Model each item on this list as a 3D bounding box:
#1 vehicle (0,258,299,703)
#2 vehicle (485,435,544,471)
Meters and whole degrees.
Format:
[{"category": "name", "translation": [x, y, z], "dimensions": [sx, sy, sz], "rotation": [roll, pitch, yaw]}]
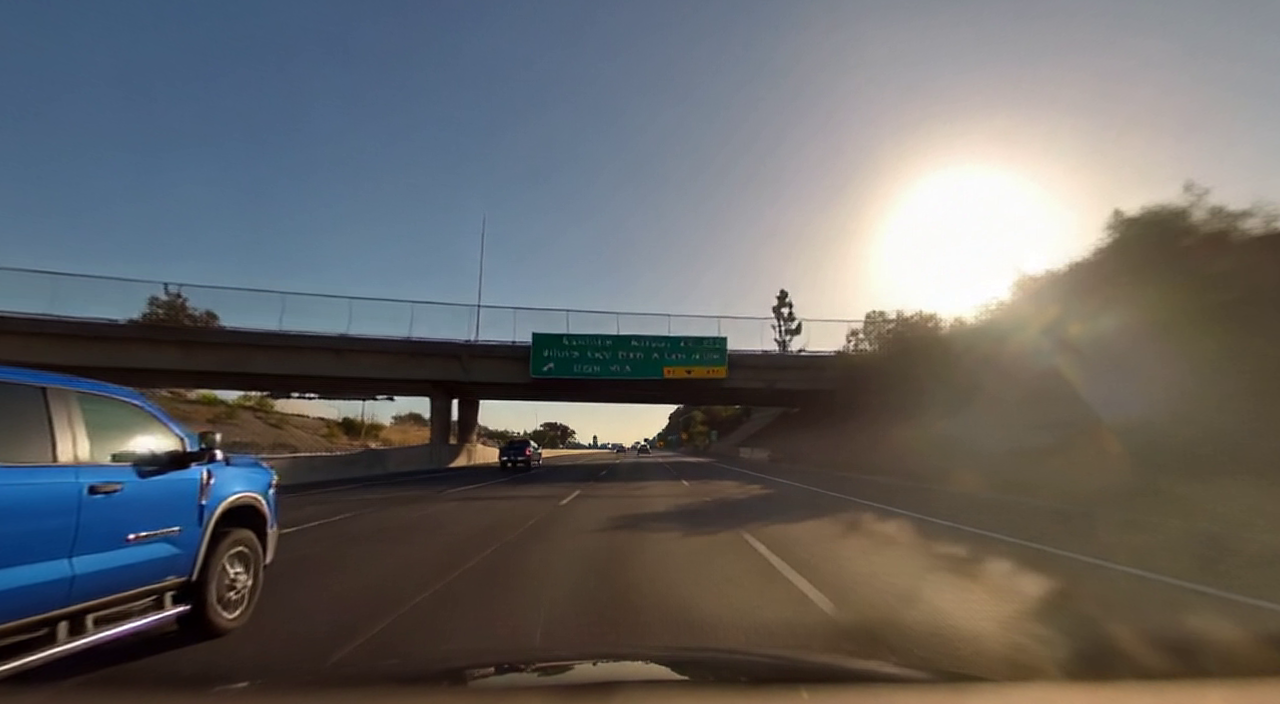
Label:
[{"category": "vehicle", "translation": [-3.690, 0.488, 1.445], "dimensions": [2.339, 2.004, 6.171], "rotation": [0, -9, 0]}, {"category": "vehicle", "translation": [-6.998, 5.722, 35.824], "dimensions": [2.260, 1.917, 5.499], "rotation": [0, -9, 0]}]
